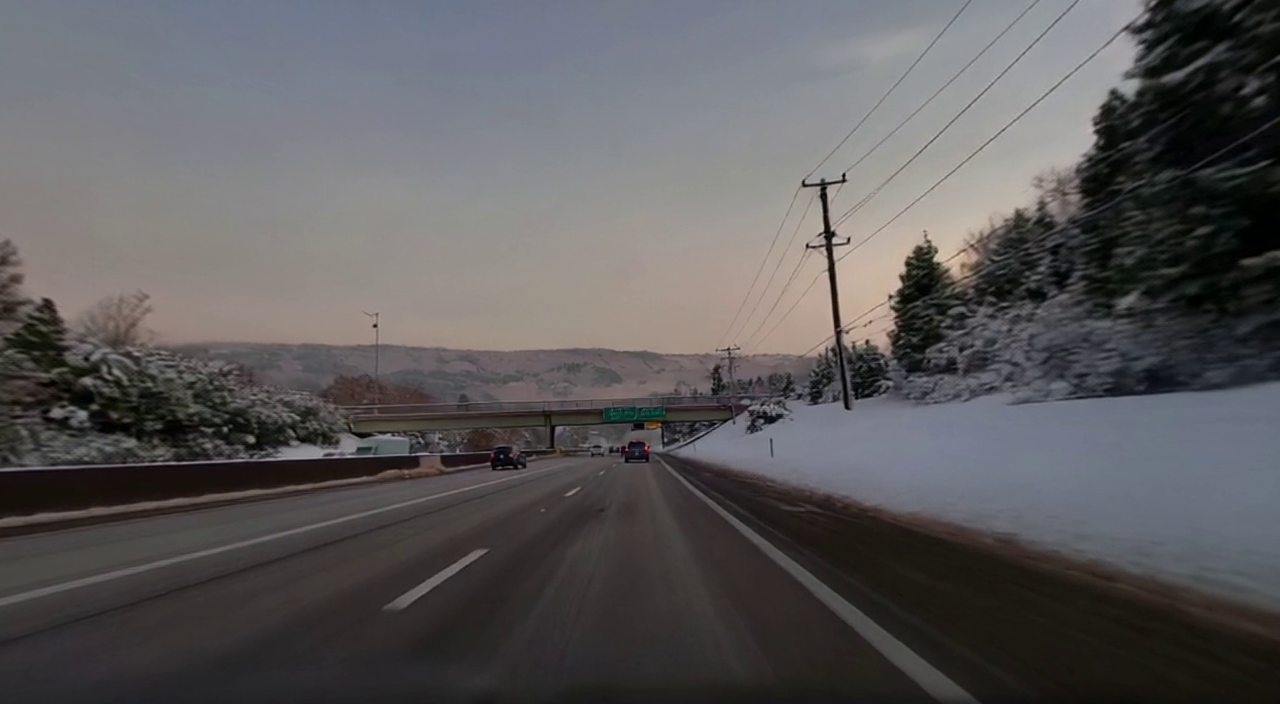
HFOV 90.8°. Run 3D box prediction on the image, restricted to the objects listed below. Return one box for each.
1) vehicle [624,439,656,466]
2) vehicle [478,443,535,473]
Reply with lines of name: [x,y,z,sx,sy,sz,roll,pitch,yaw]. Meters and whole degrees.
vehicle: [0.000,6.901,43.363,2.063,1.715,4.299,-1,-9,0]
vehicle: [-7.187,5.758,34.515,2.077,1.511,4.323,-1,-9,1]
